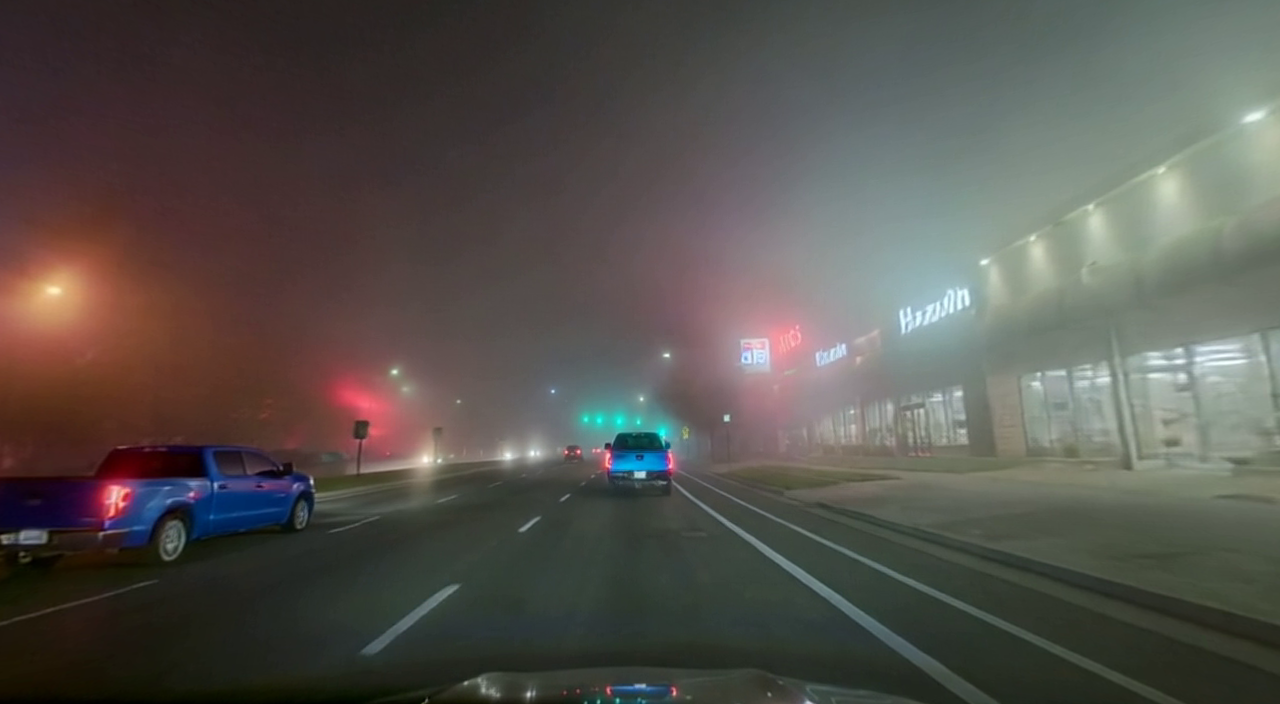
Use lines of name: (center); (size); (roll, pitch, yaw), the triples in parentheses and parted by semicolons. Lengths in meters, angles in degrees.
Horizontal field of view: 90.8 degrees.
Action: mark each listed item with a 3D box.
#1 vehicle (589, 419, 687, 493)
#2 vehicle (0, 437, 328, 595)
vehicle: (-0.144, 3.179, 19.663); (2.590, 1.932, 5.776); (0, -8, -2)
vehicle: (-6.092, 1.841, 8.103); (1.888, 1.424, 4.553); (0, -8, 0)
